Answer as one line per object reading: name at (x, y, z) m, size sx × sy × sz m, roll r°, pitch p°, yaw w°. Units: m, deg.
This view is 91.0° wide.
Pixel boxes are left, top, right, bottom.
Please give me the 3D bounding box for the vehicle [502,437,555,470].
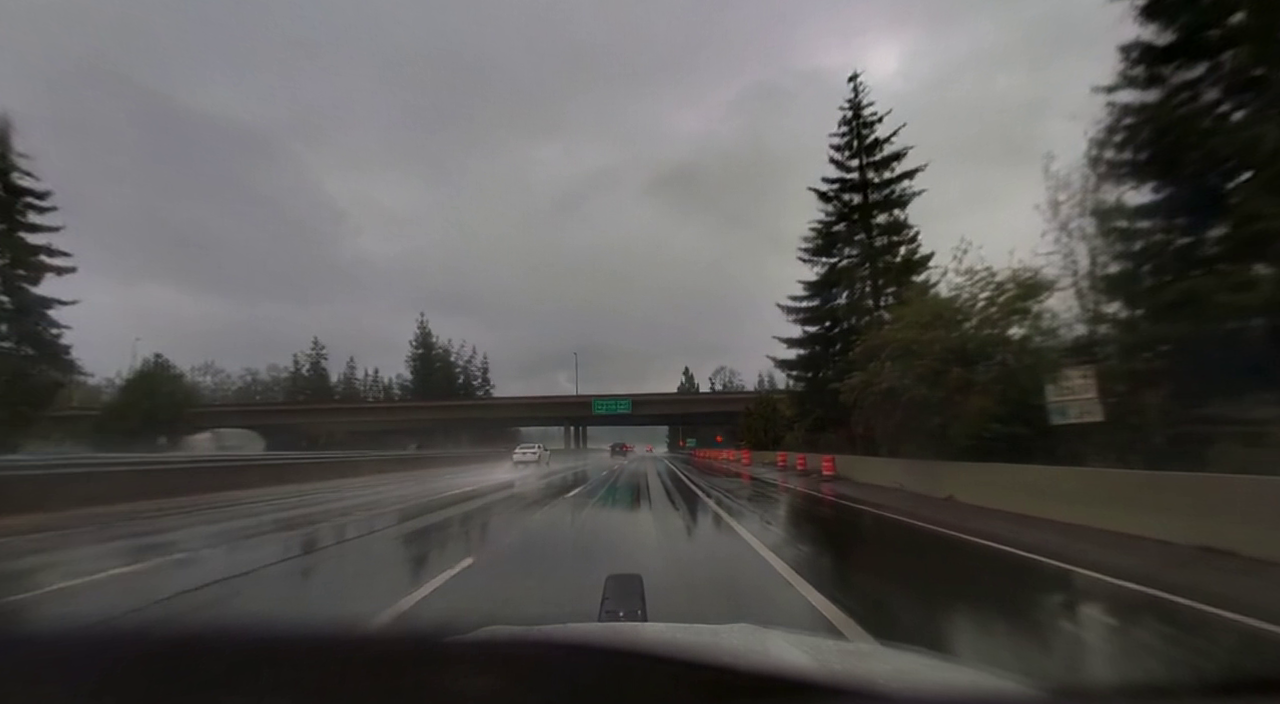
vehicle at (-6.467, 5.956, 37.032) m, size 2.103 × 1.775 × 4.966 m, roll 0°, pitch -9°, yaw 1°
